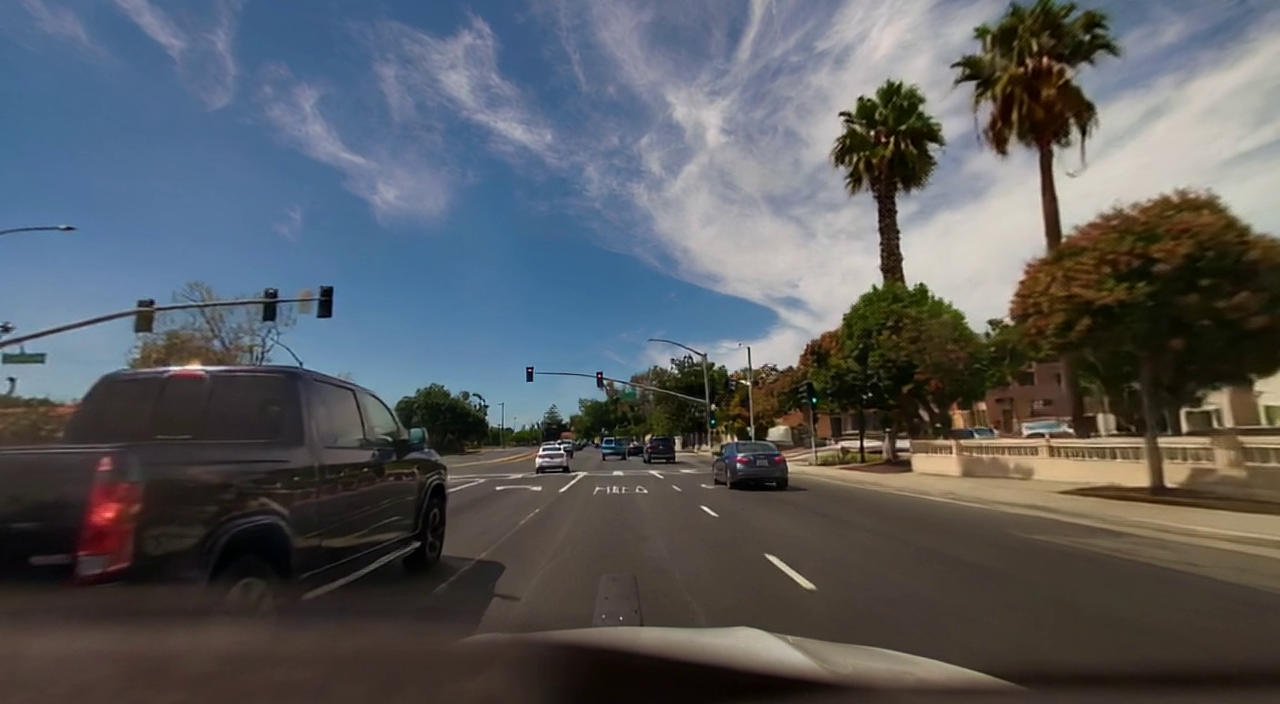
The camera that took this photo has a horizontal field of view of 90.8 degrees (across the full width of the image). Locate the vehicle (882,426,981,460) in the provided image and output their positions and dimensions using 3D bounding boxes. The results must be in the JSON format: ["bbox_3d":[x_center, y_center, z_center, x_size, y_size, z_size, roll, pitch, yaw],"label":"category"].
[{"bbox_3d":[16.505,5.165,35.877,4.691,1.626,1.943,-2,-7,-9],"label":"vehicle"}]

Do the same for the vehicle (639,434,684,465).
[{"bbox_3d":[1.413,6.722,43.745,2.391,1.960,5.600,1,-8,-5],"label":"vehicle"}]

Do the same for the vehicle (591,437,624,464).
[{"bbox_3d":[-2.396,7.097,45.673,2.164,1.867,4.254,1,-8,-6],"label":"vehicle"}]

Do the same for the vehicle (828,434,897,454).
[{"bbox_3d":[16.515,6.833,46.937,4.490,1.463,1.894,2,-9,-15],"label":"vehicle"}]

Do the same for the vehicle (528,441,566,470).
[{"bbox_3d":[-5.125,5.746,35.204,1.864,1.505,4.202,1,-8,-6],"label":"vehicle"}]

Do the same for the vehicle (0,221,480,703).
[{"bbox_3d":[-2.962,0.920,3.789,2.354,1.948,6.355,0,-8,0],"label":"vehicle"}]

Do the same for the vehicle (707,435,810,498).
[{"bbox_3d":[3.118,3.092,17.478,1.870,1.491,4.009,0,-8,-3],"label":"vehicle"}]

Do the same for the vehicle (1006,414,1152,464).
[{"bbox_3d":[17.036,3.443,24.886,2.058,1.766,4.563,1,-8,-8],"label":"vehicle"}]
